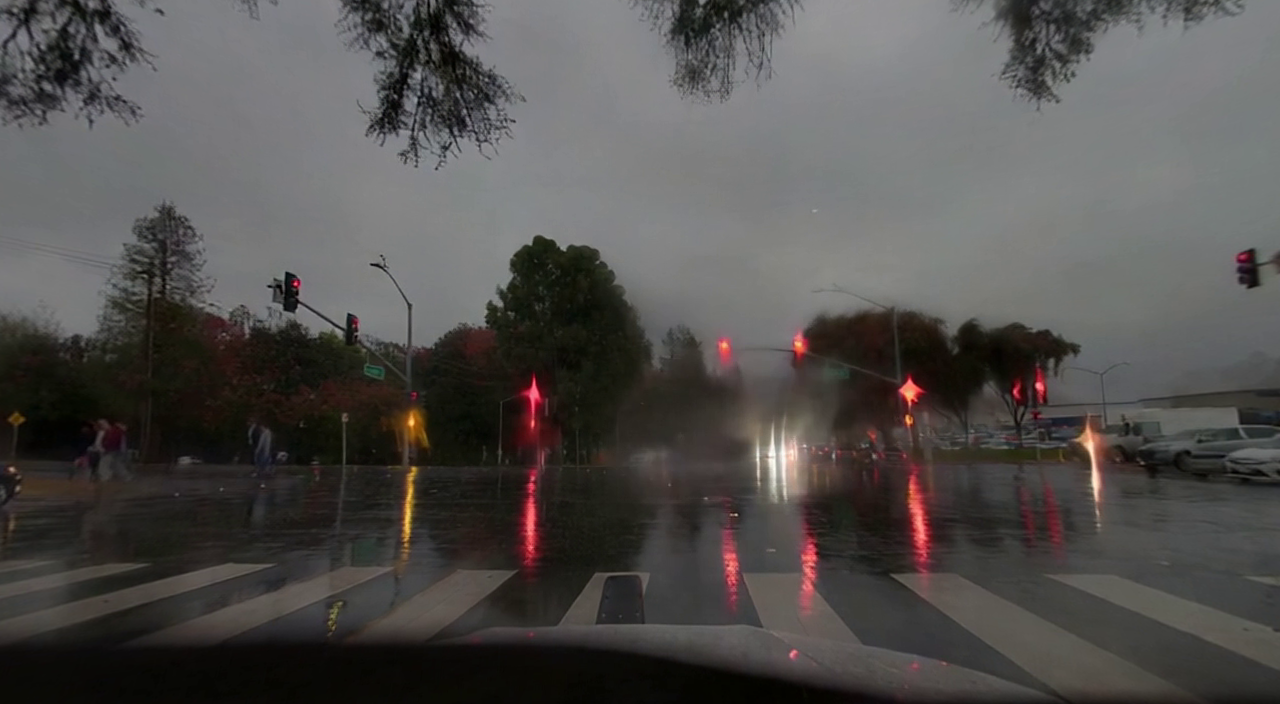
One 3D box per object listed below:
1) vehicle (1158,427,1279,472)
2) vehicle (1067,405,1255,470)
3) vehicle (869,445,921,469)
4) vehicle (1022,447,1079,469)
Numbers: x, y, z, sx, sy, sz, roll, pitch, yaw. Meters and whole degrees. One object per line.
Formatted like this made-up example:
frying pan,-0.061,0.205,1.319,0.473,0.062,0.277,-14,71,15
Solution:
vehicle,21.114,3.361,21.736,4.740,1.464,1.876,-1,-9,3
vehicle,22.939,3.818,28.103,5.855,2.746,2.523,-1,-9,3
vehicle,17.503,7.183,43.532,1.789,1.557,4.293,0,-9,1
vehicle,27.695,7.137,42.749,1.589,1.405,3.633,-1,-9,5
